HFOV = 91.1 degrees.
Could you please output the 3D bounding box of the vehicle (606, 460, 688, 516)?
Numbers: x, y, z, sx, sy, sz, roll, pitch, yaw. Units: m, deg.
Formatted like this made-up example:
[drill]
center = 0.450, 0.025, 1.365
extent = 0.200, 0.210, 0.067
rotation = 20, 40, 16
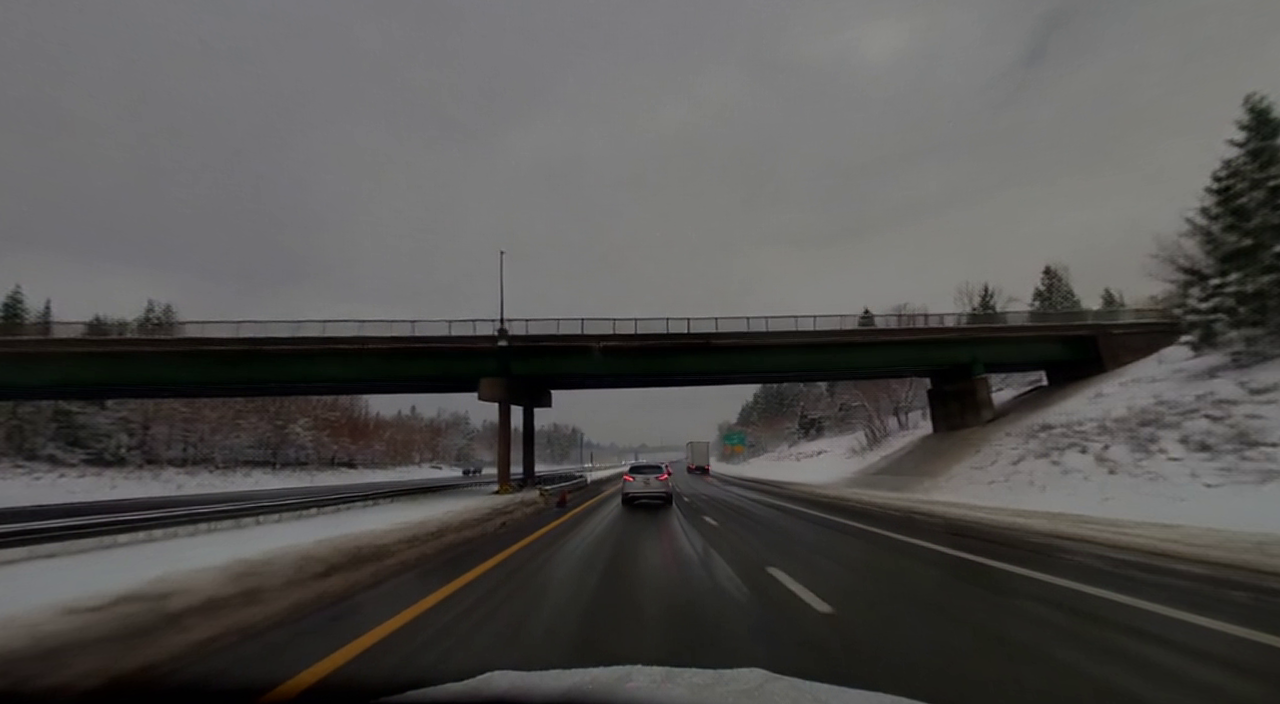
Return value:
[vehicle]
center = 0.187, 3.958, 18.551
extent = 2.156, 1.444, 3.762
rotation = 1, -10, 0
